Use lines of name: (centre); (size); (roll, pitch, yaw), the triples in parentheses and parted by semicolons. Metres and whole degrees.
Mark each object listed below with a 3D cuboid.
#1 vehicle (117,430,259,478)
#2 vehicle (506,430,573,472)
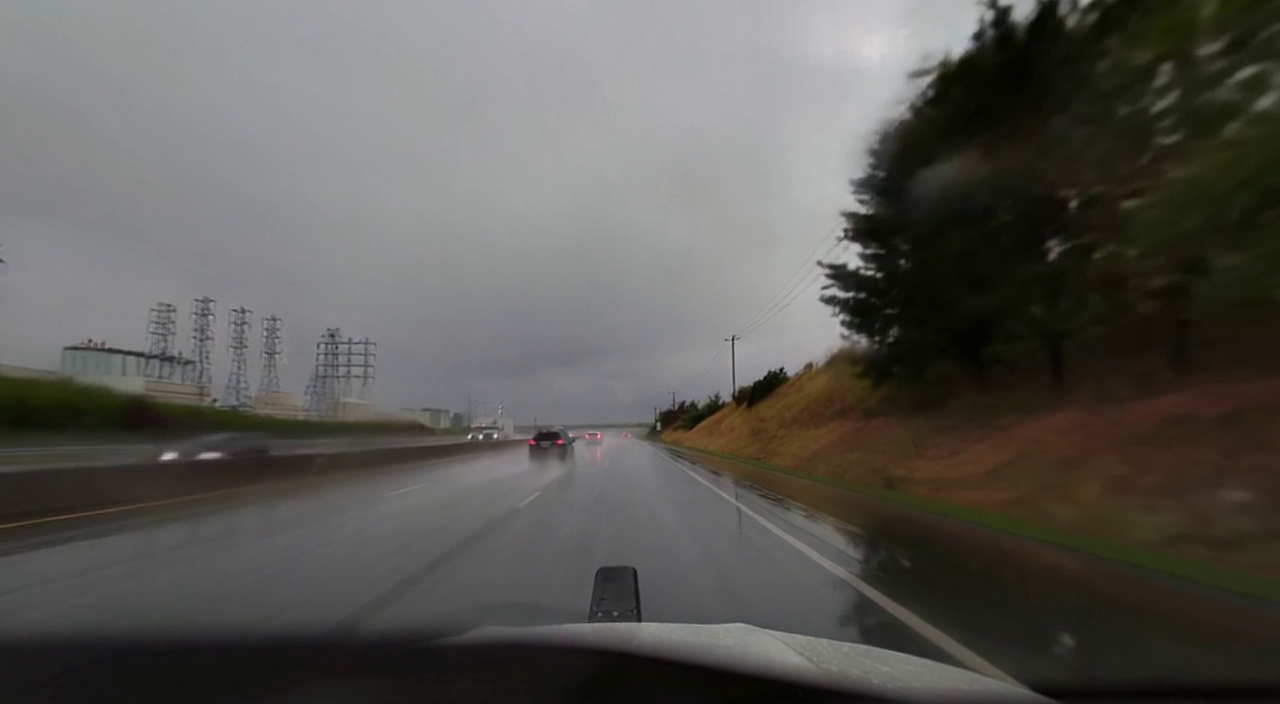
vehicle: (-15.541, 3.503, 21.998); (1.891, 1.492, 4.182); (0, -8, -1)
vehicle: (-3.731, 3.747, 24.082); (1.952, 1.462, 3.969); (0, -8, -1)
